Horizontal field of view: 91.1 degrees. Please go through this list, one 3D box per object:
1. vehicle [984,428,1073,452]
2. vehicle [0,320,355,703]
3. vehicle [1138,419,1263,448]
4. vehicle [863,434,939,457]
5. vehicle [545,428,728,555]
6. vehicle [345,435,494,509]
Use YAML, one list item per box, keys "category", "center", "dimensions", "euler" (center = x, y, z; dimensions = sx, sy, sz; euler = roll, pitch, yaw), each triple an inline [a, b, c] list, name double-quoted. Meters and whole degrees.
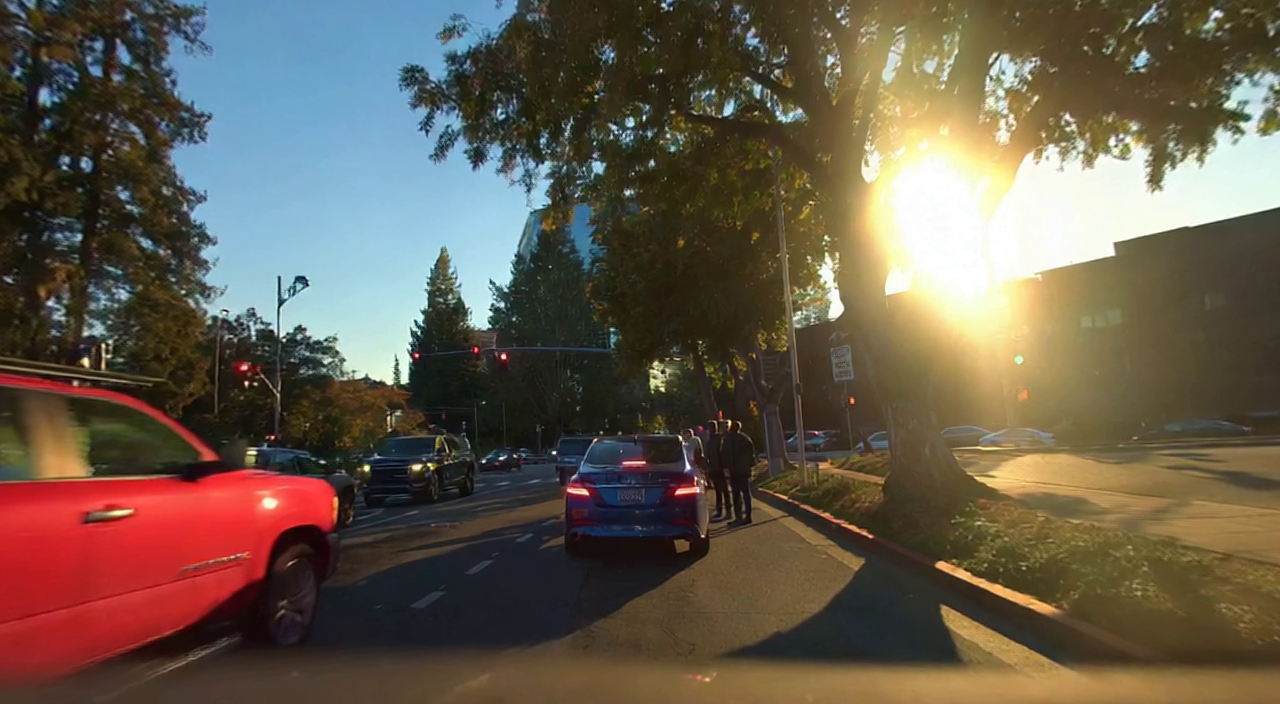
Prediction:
- category: "vehicle"
  center: [23.851, 5.454, 38.706]
  dimensions: [4.454, 1.440, 1.816]
  euler: [-5, -10, 30]
- category: "vehicle"
  center: [-3.555, 0.843, 2.679]
  dimensions: [2.223, 1.826, 4.990]
  euler: [0, -9, 1]
- category: "vehicle"
  center: [30.719, 4.546, 34.625]
  dimensions: [4.739, 1.472, 1.804]
  euler: [-5, -10, 29]
- category: "vehicle"
  center: [17.509, 6.262, 42.120]
  dimensions: [4.441, 1.452, 1.798]
  euler: [-5, -10, 30]
- category: "vehicle"
  center: [-0.031, 1.992, 9.632]
  dimensions: [2.182, 1.501, 4.150]
  euler: [0, -9, 0]
- category: "vehicle"
  center: [-6.132, 3.406, 18.347]
  dimensions: [2.230, 1.811, 5.183]
  euler: [-1, -9, 3]
